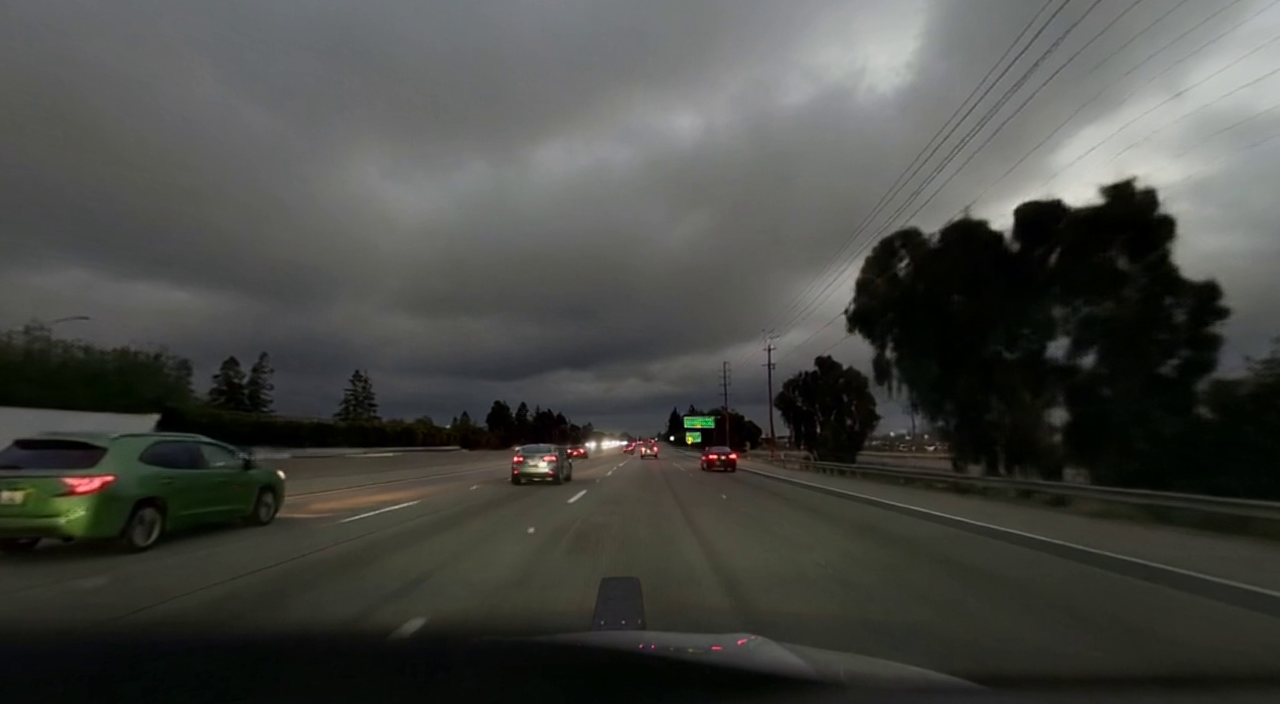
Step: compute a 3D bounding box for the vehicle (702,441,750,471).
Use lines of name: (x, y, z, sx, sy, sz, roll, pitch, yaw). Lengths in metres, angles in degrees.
vehicle: (4.556, 5.577, 33.984, 1.964, 1.479, 4.252, 0, -8, -1)

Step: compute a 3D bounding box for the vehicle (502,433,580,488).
vehicle: (-3.300, 3.696, 21.867, 1.961, 1.704, 4.052, 0, -8, 1)

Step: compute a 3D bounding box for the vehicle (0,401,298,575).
vehicle: (-7.421, 1.779, 9.093, 2.162, 1.805, 4.853, 0, -8, 1)
